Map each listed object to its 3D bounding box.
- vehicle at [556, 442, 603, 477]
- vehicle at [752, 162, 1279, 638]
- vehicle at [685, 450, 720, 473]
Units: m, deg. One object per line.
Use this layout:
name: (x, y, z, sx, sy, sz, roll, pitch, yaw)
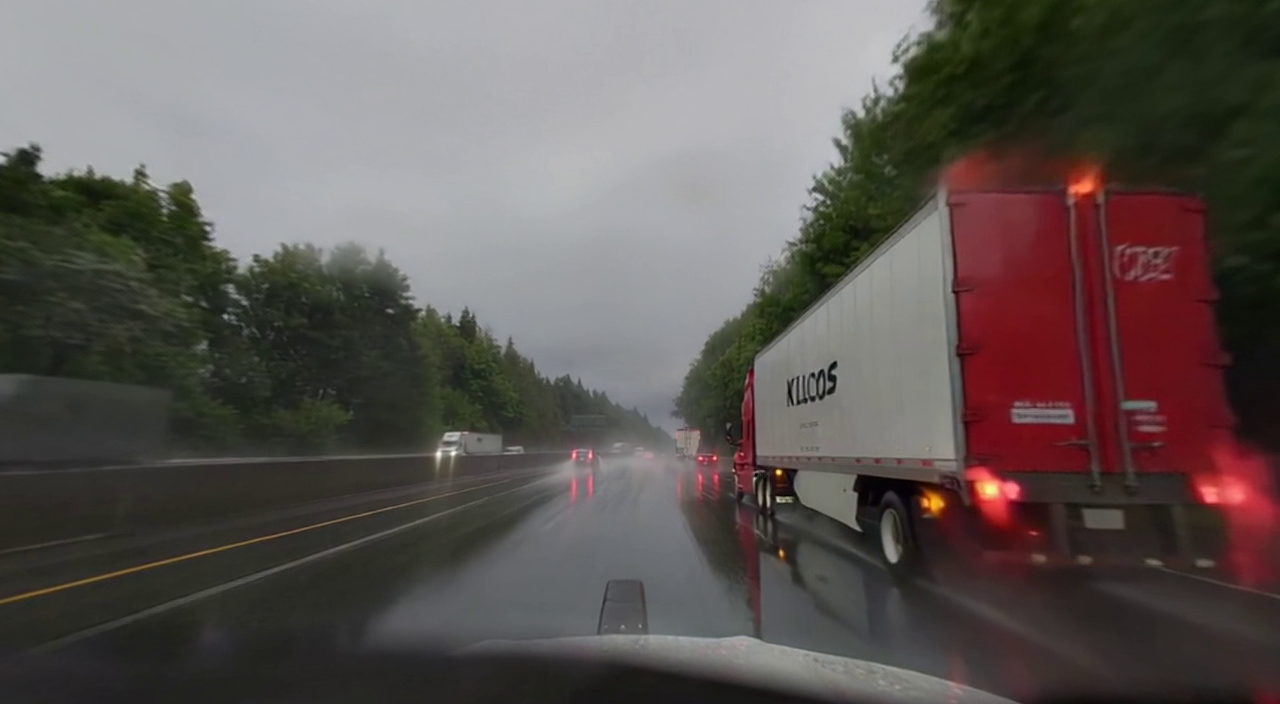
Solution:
vehicle: (-3.078, 5.565, 32.786, 2.017, 1.683, 4.309, 0, -9, 0)
vehicle: (4.335, 1.159, 10.787, 2.914, 3.998, 11.103, 0, -9, 1)
vehicle: (4.570, 8.045, 46.466, 2.176, 1.598, 3.878, 0, -9, 0)
